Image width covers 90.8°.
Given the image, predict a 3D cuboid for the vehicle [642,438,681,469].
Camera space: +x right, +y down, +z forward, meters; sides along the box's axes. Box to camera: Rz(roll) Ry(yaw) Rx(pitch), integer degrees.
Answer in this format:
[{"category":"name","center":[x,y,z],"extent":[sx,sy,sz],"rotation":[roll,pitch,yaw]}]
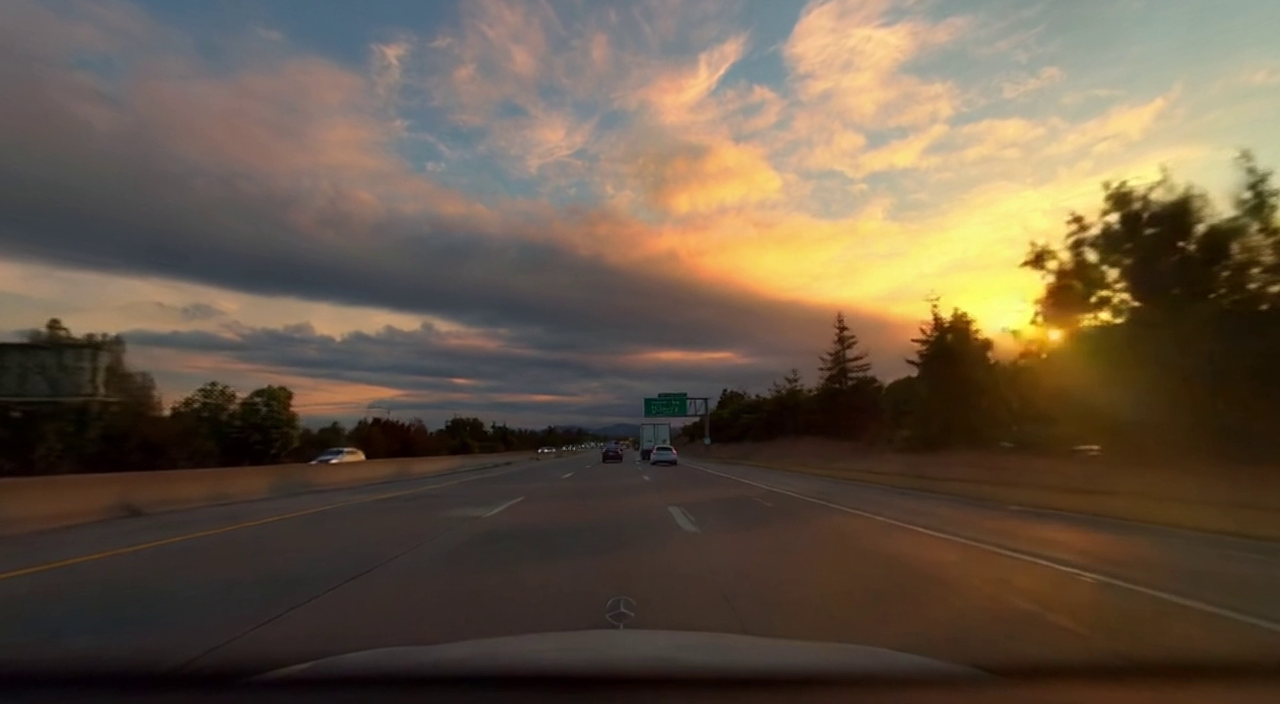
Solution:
[{"category":"vehicle","center":[1.361,6.712,41.916],"extent":[2.139,1.925,4.312],"rotation":[1,-9,-3]}]

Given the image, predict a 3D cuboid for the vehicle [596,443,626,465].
[{"category":"vehicle","center":[-2.121,7.739,47.983],"extent":[2.173,1.598,4.293],"rotation":[0,-9,-1]}]
